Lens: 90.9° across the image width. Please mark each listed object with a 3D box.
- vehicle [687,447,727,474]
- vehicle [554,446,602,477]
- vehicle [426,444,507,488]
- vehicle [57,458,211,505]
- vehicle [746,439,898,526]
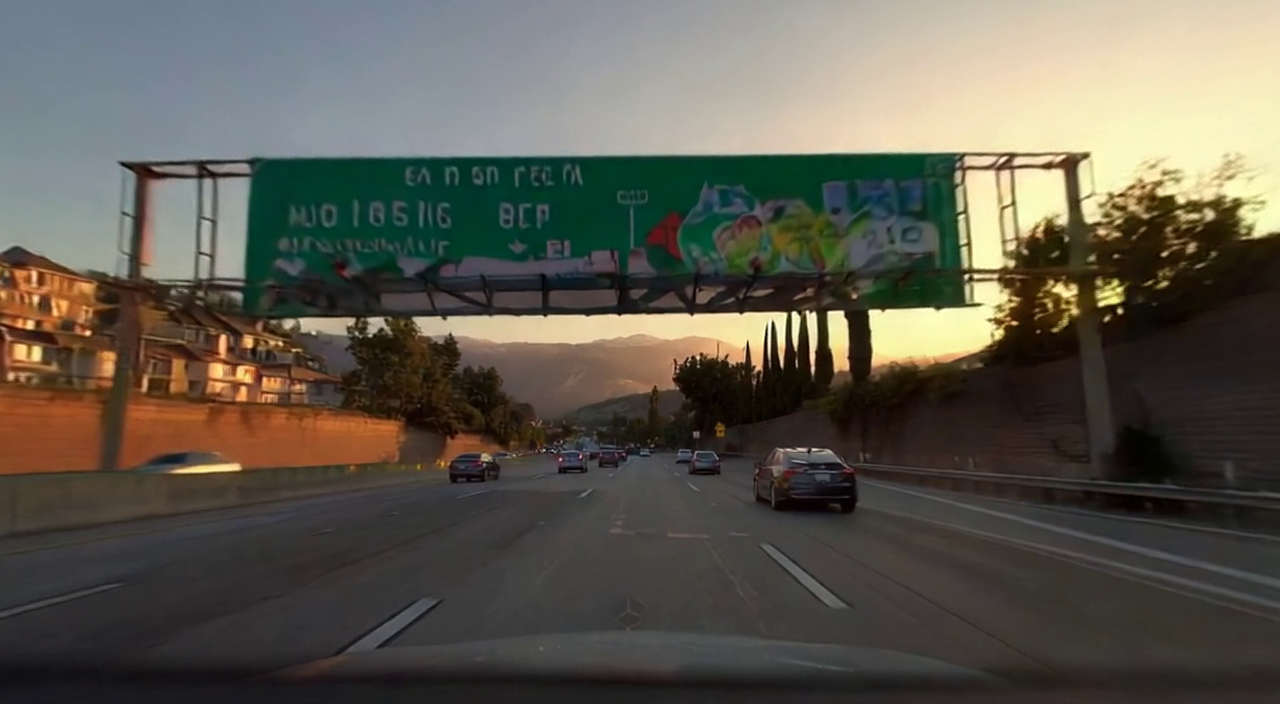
[{"bbox_3d":[3.805,6.192,36.255,1.854,1.438,3.954,0,-8,0],"label":"vehicle"},{"bbox_3d":[-3.302,5.892,34.312,2.136,1.571,4.285,0,-8,0],"label":"vehicle"},{"bbox_3d":[-7.156,4.712,26.470,2.057,1.681,4.277,0,-8,2],"label":"vehicle"},{"bbox_3d":[-19.024,4.851,24.067,1.959,1.483,4.641,0,-8,1],"label":"vehicle"},{"bbox_3d":[3.583,2.621,13.337,1.912,1.509,4.291,0,-8,0],"label":"vehicle"}]
